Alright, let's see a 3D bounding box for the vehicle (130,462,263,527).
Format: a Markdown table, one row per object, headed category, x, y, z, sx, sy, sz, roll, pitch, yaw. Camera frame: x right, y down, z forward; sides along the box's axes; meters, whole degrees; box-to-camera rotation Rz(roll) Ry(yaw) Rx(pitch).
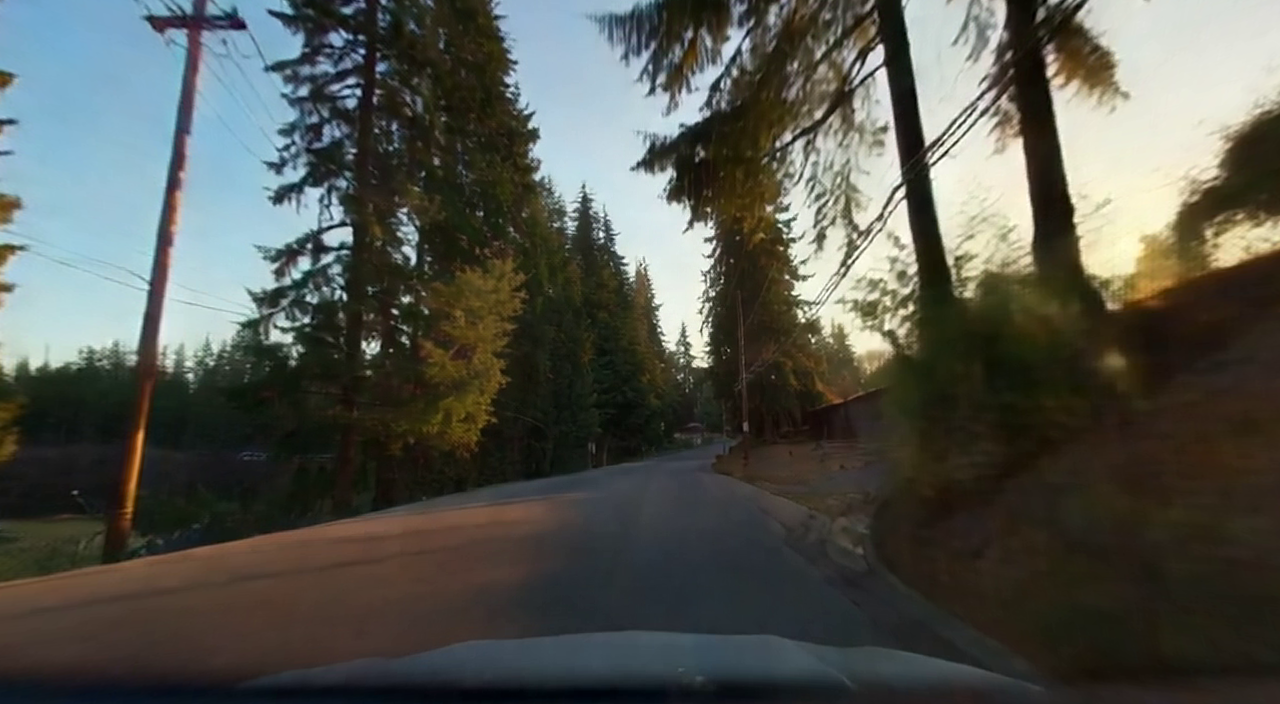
| category | x | y | z | sx | sy | sz | roll | pitch | yaw |
| --- | --- | --- | --- | --- | --- | --- | --- | --- | --- |
| vehicle | -13.680 | 4.354 | 19.794 | 2.058 | 1.654 | 4.273 | 2 | -9 | -16 |
